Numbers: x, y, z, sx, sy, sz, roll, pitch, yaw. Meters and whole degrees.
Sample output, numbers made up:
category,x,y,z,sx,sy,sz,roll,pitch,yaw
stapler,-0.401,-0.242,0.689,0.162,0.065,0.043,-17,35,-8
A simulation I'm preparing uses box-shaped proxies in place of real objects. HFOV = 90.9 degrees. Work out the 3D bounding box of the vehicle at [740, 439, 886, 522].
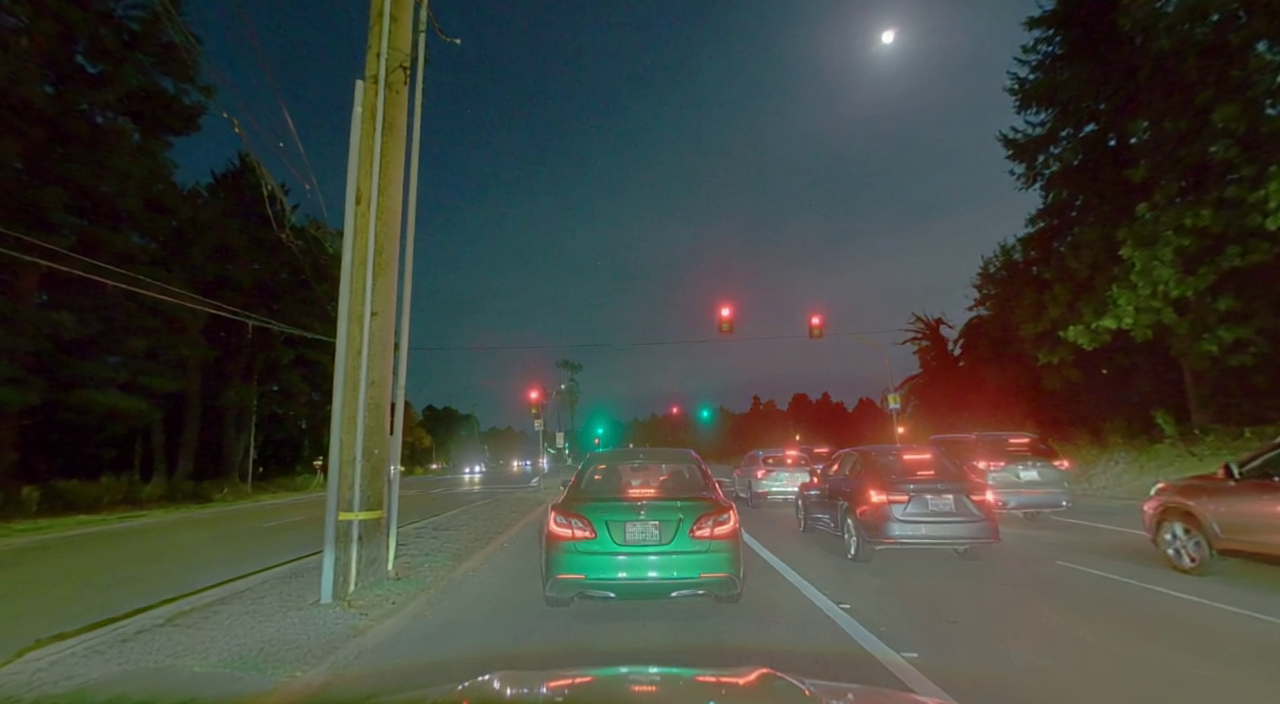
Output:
category,x,y,z,sx,sy,sz,roll,pitch,yaw
vehicle,3.531,2.713,13.822,1.934,1.494,4.446,0,-9,0

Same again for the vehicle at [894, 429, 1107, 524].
category,x,y,z,sx,sy,sz,roll,pitch,yaw
vehicle,7.023,2.463,12.911,1.923,1.611,4.094,0,-9,0

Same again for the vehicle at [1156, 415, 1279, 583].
category,x,y,z,sx,sy,sz,roll,pitch,yaw
vehicle,6.941,1.333,5.585,1.783,1.572,3.421,0,-9,1

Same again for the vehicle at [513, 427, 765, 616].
category,x,y,z,sx,sy,sz,roll,pitch,yaw
vehicle,0.014,1.677,7.092,2.015,1.502,3.898,0,-9,1
